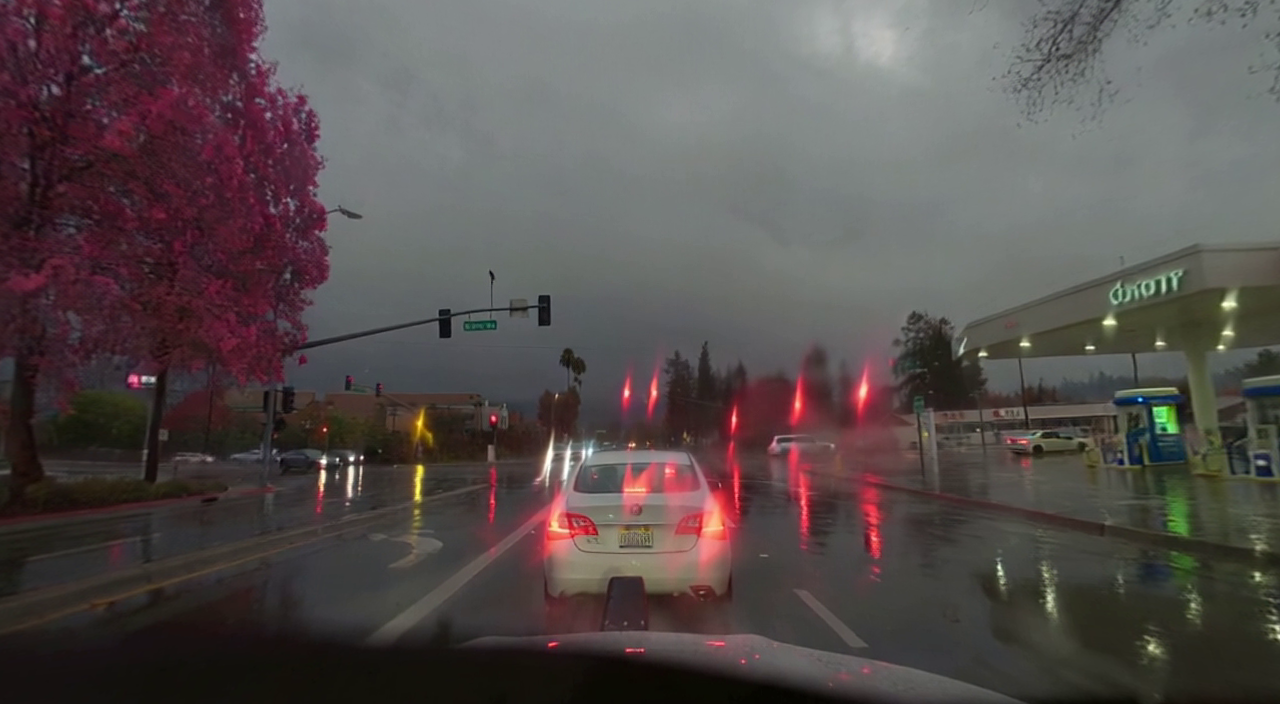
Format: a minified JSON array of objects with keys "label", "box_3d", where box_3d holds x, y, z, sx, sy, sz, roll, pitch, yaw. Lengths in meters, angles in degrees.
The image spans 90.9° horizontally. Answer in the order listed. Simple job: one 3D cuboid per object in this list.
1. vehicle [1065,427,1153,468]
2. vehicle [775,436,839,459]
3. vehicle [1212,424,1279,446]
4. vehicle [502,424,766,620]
[{"label":"vehicle","box_3d":[18.575,3.758,24.905,4.091,1.495,2.053,8,-12,-44]},{"label":"vehicle","box_3d":[11.616,6.653,43.980,3.975,1.563,1.755,-1,-8,5]},{"label":"vehicle","box_3d":[41.705,5.558,42.175,4.813,1.455,1.889,0,-8,1]},{"label":"vehicle","box_3d":[-0.045,1.601,6.910,2.010,1.482,4.057,0,-8,0]}]
